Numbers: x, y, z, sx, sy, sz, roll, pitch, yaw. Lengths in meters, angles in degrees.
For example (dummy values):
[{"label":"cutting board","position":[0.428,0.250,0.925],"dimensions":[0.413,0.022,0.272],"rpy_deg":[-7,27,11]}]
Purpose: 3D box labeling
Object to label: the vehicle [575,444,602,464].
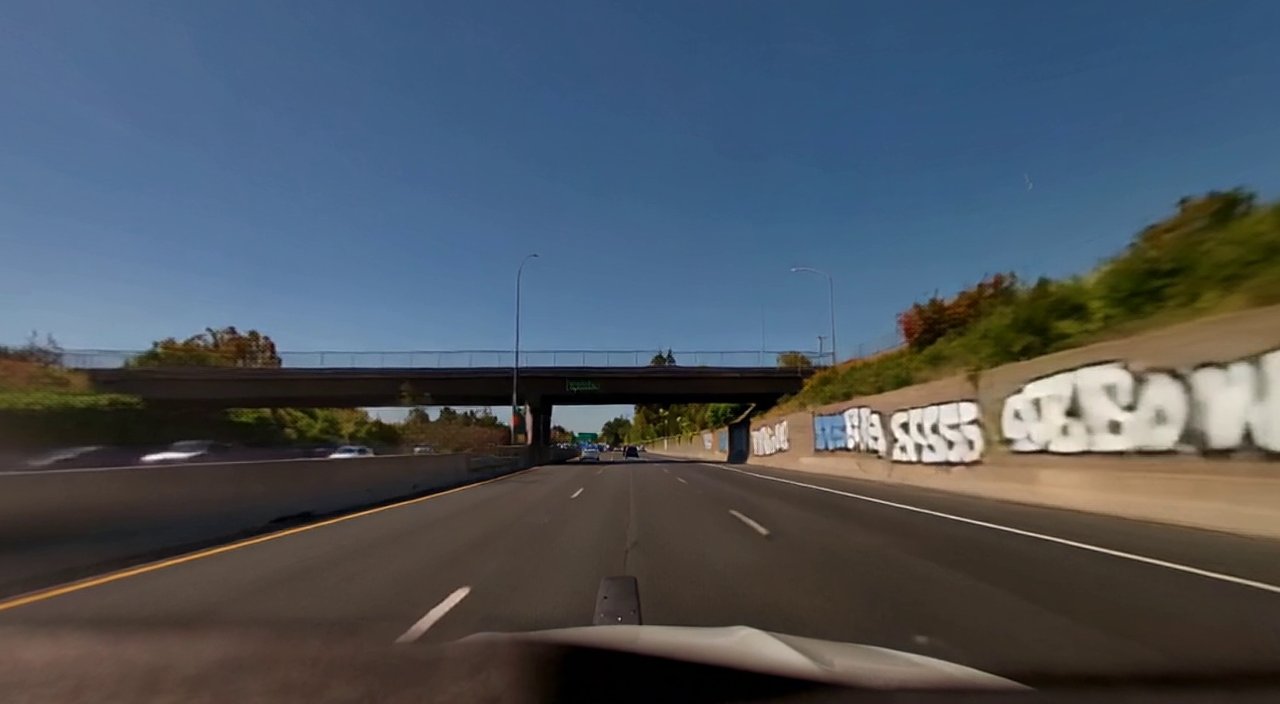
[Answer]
[{"label":"vehicle","position":[-4.053,8.048,49.579],"dimensions":[1.871,1.459,3.771],"rpy_deg":[0,-9,-1]}]
